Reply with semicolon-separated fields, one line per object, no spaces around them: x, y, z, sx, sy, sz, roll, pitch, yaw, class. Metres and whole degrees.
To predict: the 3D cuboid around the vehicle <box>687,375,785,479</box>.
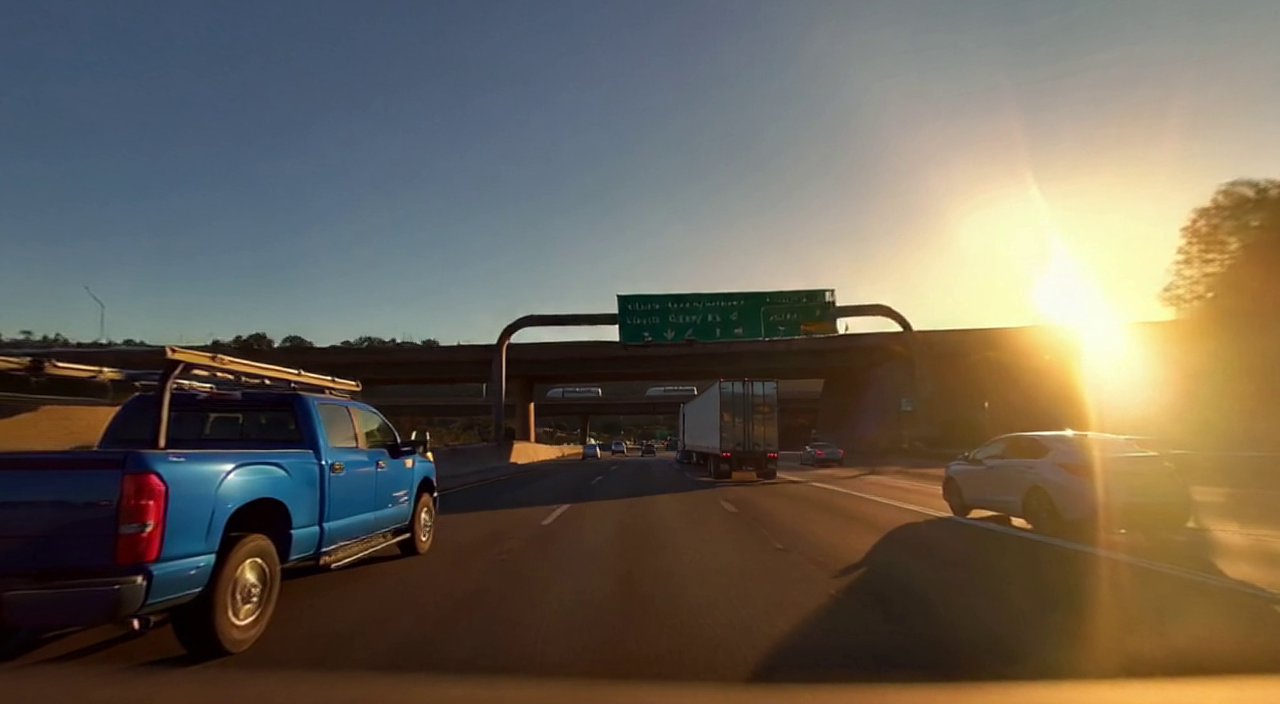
4.228;3.880;31.210;2.885;4.036;12.891;0;-8;0;vehicle

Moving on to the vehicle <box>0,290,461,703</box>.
-3.873;1.202;5.797;2.599;2.054;6.288;0;-8;0;vehicle

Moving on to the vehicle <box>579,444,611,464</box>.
-3.336;7.669;47.730;2.077;1.446;4.106;0;-8;0;vehicle

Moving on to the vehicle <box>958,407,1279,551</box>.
7.209;1.852;9.889;1.999;1.700;4.640;0;-8;0;vehicle
